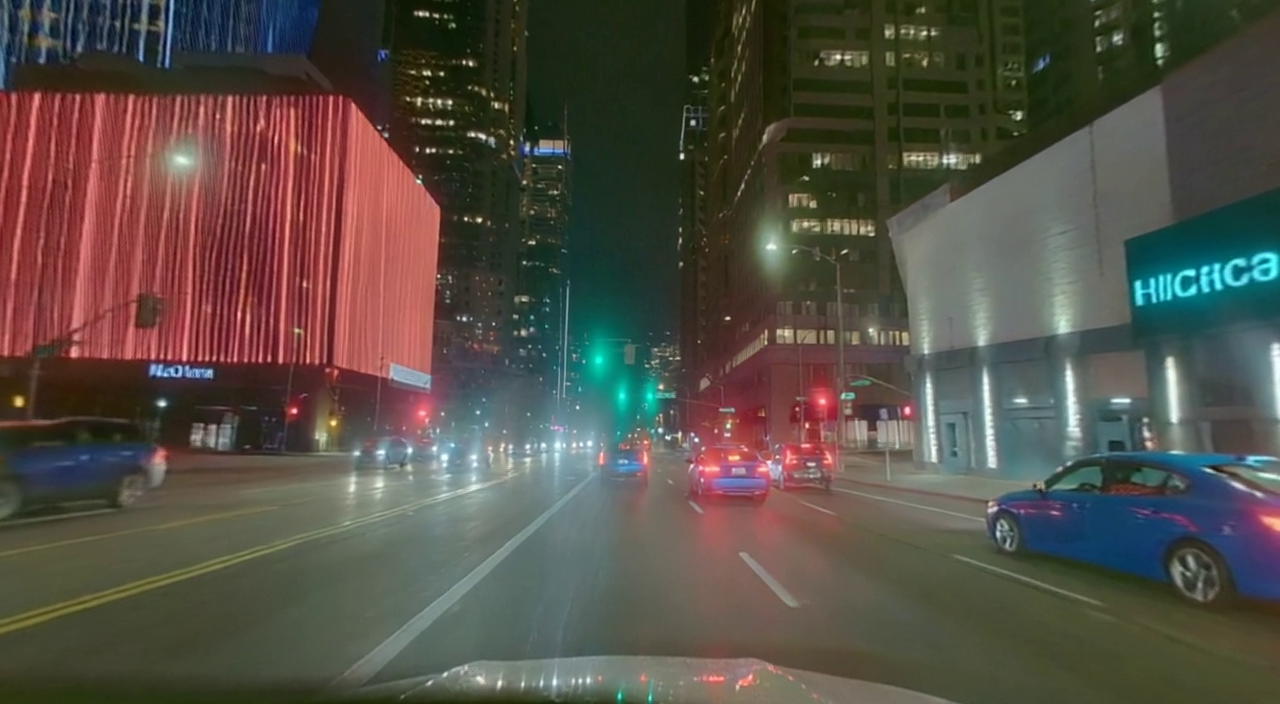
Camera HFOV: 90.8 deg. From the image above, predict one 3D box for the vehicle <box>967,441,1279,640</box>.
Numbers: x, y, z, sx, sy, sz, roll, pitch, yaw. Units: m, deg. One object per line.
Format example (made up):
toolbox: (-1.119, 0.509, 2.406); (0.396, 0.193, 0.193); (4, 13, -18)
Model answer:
vehicle: (5.746, 1.732, 6.771); (1.914, 1.484, 4.639); (1, -9, -1)

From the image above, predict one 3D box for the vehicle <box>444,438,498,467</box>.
vehicle: (-9.901, 5.927, 37.446); (1.960, 1.568, 4.511); (0, -9, 0)

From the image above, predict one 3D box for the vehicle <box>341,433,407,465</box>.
vehicle: (-15.523, 5.694, 37.139); (1.932, 1.760, 4.422); (0, -9, -1)

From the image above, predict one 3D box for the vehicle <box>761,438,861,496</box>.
vehicle: (5.609, 3.820, 21.395); (2.015, 1.745, 4.444); (1, -9, -2)

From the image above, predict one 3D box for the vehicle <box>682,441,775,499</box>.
vehicle: (2.436, 3.389, 18.603); (1.987, 1.484, 4.427); (1, -9, -2)

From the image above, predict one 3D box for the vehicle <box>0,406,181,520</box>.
vehicle: (-12.720, 2.266, 13.184); (2.152, 2.035, 5.504); (0, -9, -1)

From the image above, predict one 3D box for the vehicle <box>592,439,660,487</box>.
vehicle: (-0.457, 3.746, 21.582); (2.096, 1.457, 4.160); (0, -9, -1)
